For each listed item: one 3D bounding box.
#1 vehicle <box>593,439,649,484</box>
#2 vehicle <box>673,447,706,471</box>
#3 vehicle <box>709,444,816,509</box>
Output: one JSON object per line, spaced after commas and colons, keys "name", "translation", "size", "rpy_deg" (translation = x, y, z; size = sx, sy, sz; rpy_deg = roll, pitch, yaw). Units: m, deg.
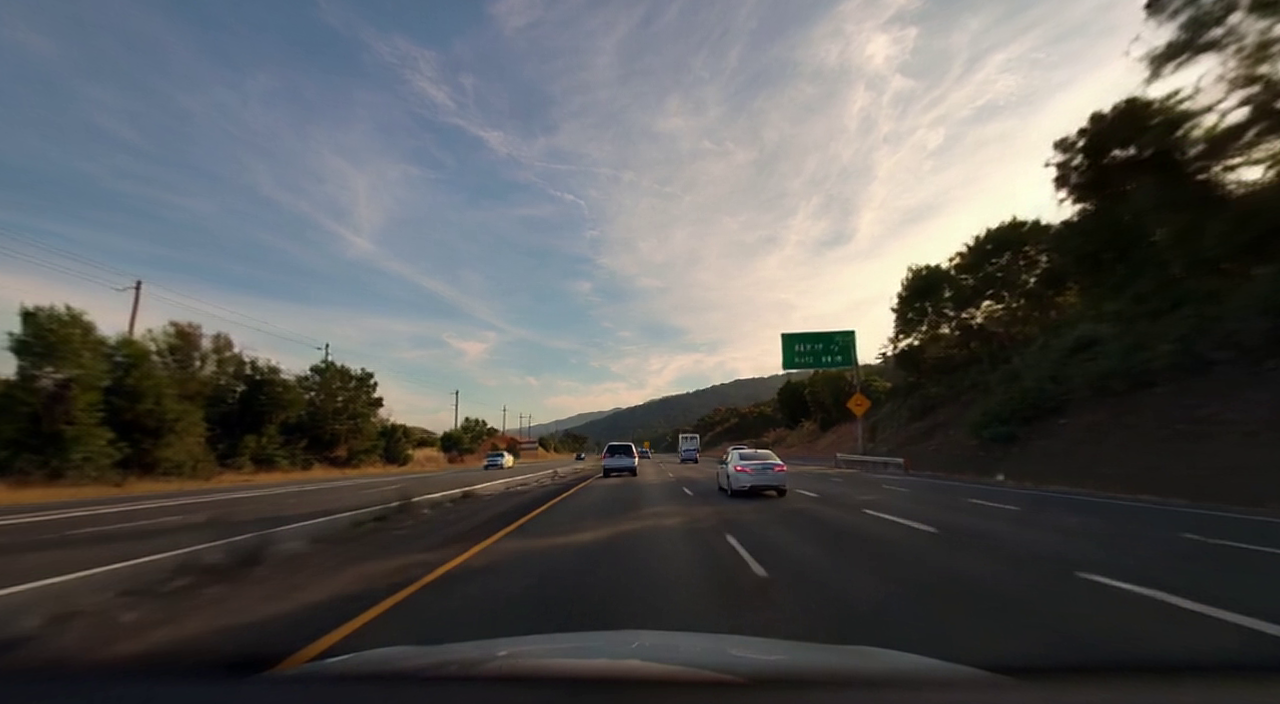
{"name": "vehicle", "translation": [-0.713, 4.578, 26.558], "size": [2.142, 1.724, 4.344], "rpy_deg": [0, -9, 0]}
{"name": "vehicle", "translation": [3.460, 7.565, 44.753], "size": [2.047, 1.540, 4.294], "rpy_deg": [0, -9, 0]}
{"name": "vehicle", "translation": [3.068, 3.199, 16.671], "size": [2.004, 1.471, 4.032], "rpy_deg": [0, -9, 0]}
